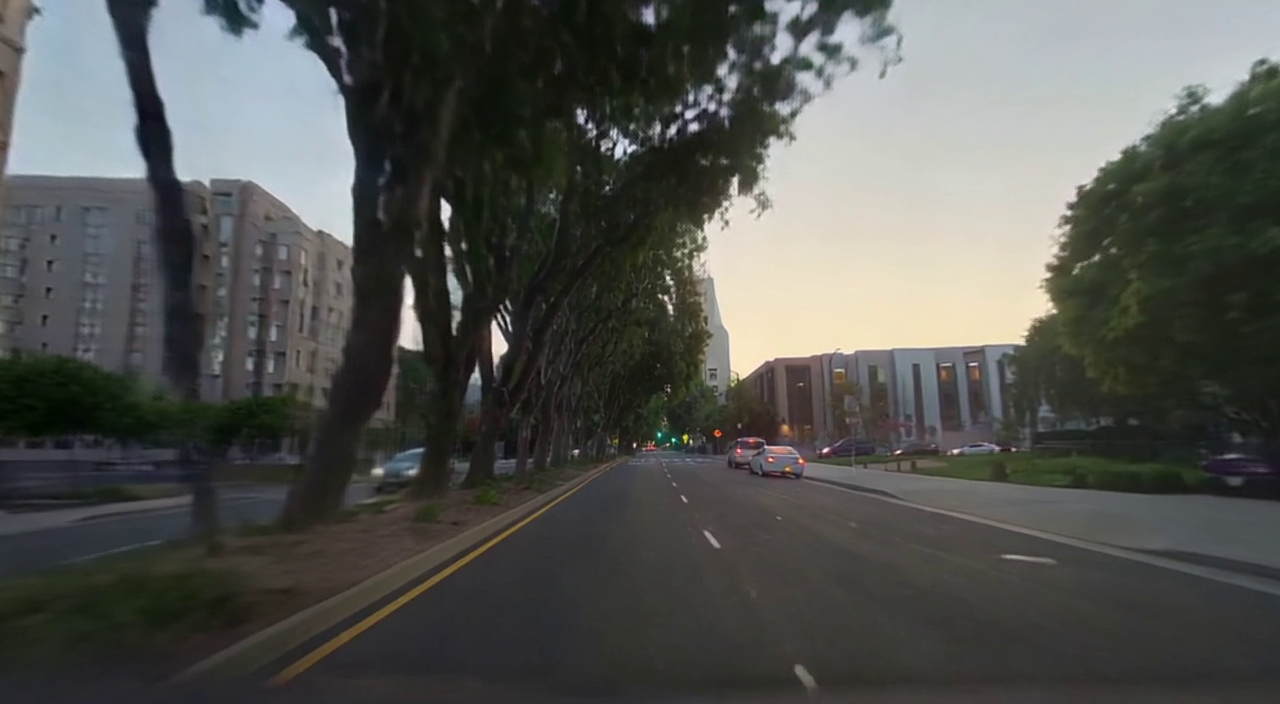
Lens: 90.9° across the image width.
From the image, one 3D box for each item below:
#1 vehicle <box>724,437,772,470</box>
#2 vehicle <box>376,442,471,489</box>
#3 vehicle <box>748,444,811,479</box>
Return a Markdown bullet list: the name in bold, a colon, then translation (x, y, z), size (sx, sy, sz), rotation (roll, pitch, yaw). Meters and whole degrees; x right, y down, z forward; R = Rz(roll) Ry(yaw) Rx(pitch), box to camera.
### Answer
- **vehicle**: translation (6.456, 6.145, 38.304), size (2.045, 1.890, 4.876), rotation (0, -8, 0)
- **vehicle**: translation (-8.184, 4.313, 24.303), size (1.982, 1.608, 4.519), rotation (0, -8, 1)
- **vehicle**: translation (6.464, 5.124, 29.768), size (1.948, 1.511, 4.623), rotation (0, -8, 1)
